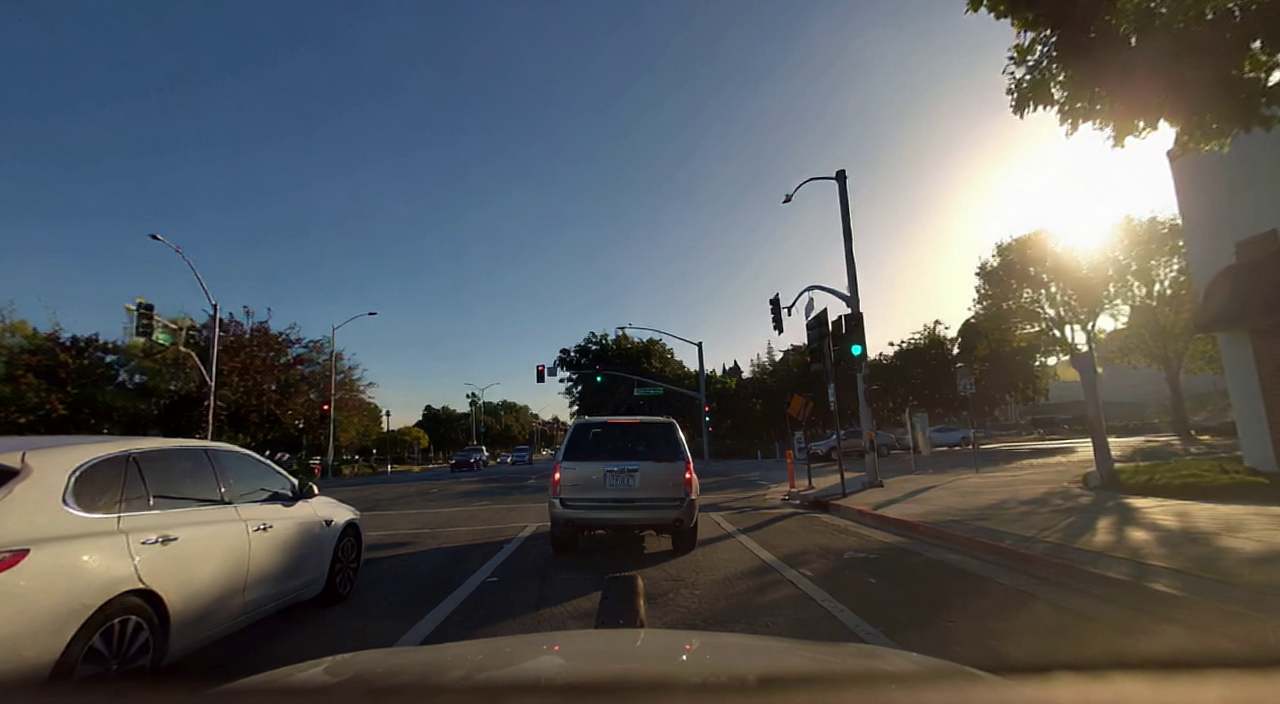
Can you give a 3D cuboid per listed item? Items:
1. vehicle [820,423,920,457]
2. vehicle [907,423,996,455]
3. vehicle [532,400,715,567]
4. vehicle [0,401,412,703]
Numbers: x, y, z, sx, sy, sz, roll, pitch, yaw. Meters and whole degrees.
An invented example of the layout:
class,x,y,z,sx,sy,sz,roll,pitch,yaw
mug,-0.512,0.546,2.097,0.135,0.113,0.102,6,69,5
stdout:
class,x,y,z,sx,sy,sz,roll,pitch,yaw
vehicle,12.762,4.906,35.104,4.872,1.806,2.107,3,-9,-19
vehicle,16.361,4.590,33.247,3.830,1.545,2.006,3,-9,-19
vehicle,-0.188,1.798,9.340,2.059,1.877,4.249,0,-8,0
vehicle,-3.386,1.259,4.563,2.011,1.527,4.008,0,-8,-1
